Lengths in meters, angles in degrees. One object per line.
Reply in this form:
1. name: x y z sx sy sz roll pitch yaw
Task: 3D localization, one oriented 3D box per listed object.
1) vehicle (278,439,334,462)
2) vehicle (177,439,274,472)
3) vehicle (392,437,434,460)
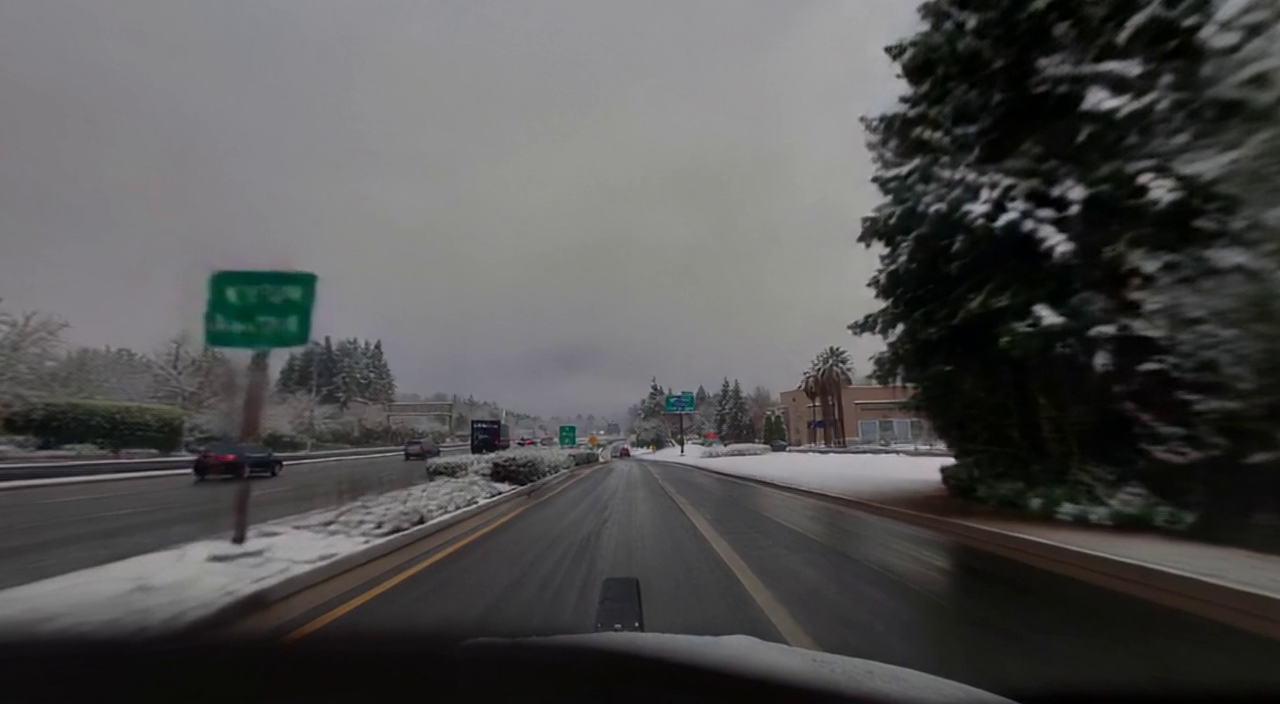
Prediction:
1. vehicle: -25.104 7.412 47.679 1.998 1.648 4.495 0 -9 -3
2. vehicle: -20.498 5.141 31.511 1.933 1.496 4.516 0 -9 -3
3. vehicle: -17.596 7.481 49.083 1.919 1.658 4.084 0 -9 -3
